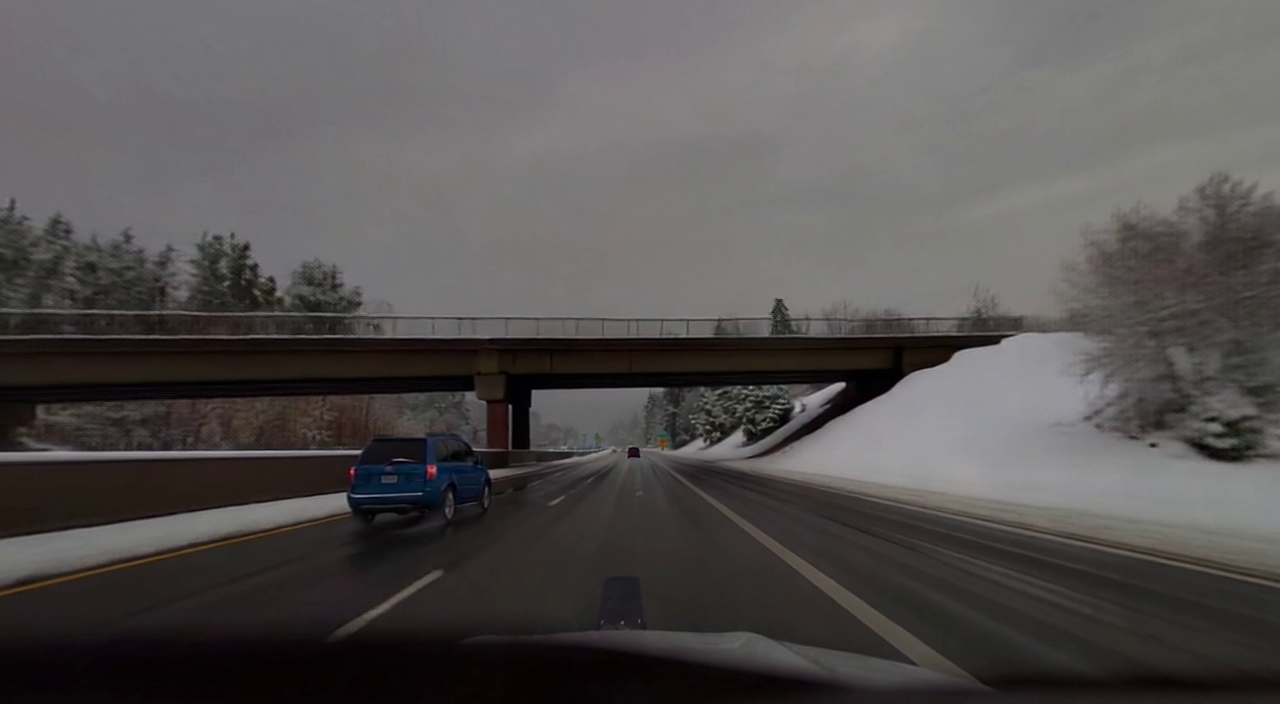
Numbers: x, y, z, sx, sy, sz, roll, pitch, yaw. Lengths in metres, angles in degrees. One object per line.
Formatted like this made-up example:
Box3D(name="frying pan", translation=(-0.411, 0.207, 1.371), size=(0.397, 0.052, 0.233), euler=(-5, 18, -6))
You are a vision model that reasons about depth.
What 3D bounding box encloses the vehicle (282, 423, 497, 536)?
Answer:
Box3D(name="vehicle", translation=(-4.457, 2.362, 12.270), size=(2.221, 1.750, 4.706), euler=(0, -9, 0))
